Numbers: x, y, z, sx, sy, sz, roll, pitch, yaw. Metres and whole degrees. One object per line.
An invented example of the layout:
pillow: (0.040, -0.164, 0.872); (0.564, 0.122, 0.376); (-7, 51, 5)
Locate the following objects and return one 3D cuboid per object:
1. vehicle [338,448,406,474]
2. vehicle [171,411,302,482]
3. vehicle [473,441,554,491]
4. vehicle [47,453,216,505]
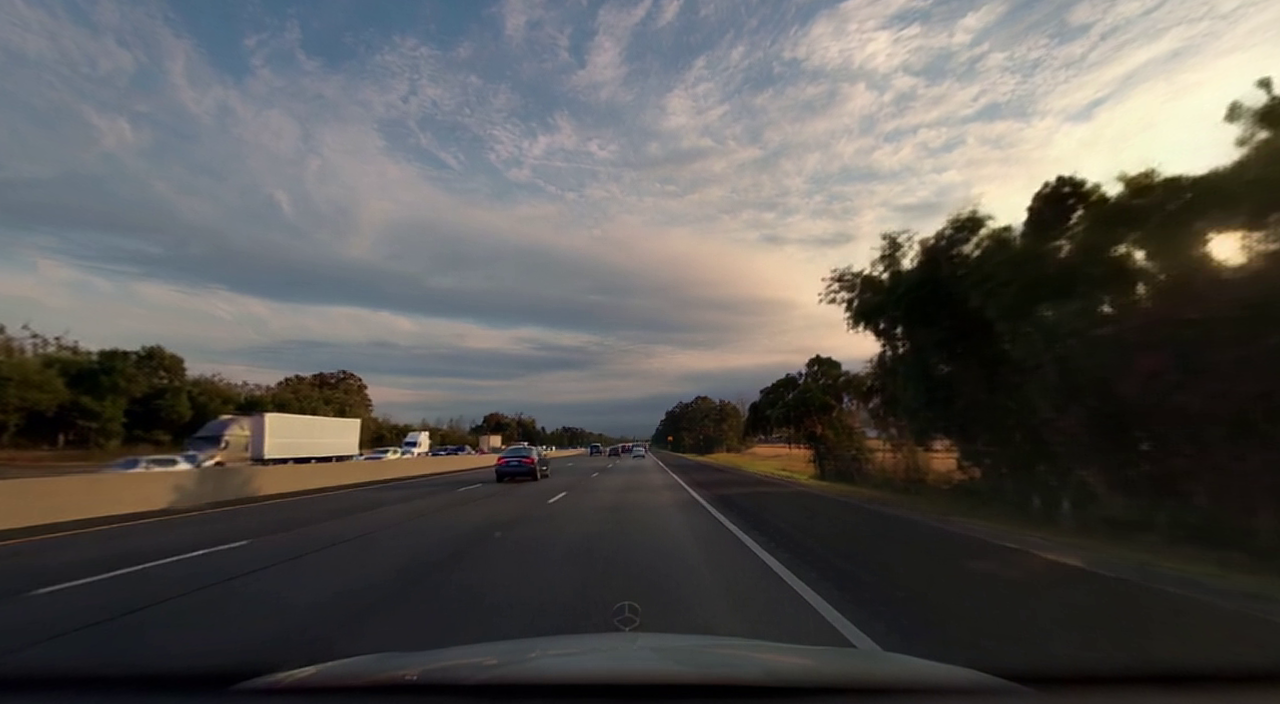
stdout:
vehicle: (-16.054, 6.532, 38.029); (2.078, 1.493, 4.427); (0, -9, 1)
vehicle: (-23.510, 5.587, 37.302); (3.382, 3.837, 6.276); (0, -9, 0)
vehicle: (-4.236, 3.894, 21.811); (1.954, 1.541, 4.079); (0, -9, 0)
vehicle: (-15.719, 3.902, 19.862); (1.828, 1.403, 4.196); (0, -9, 0)
